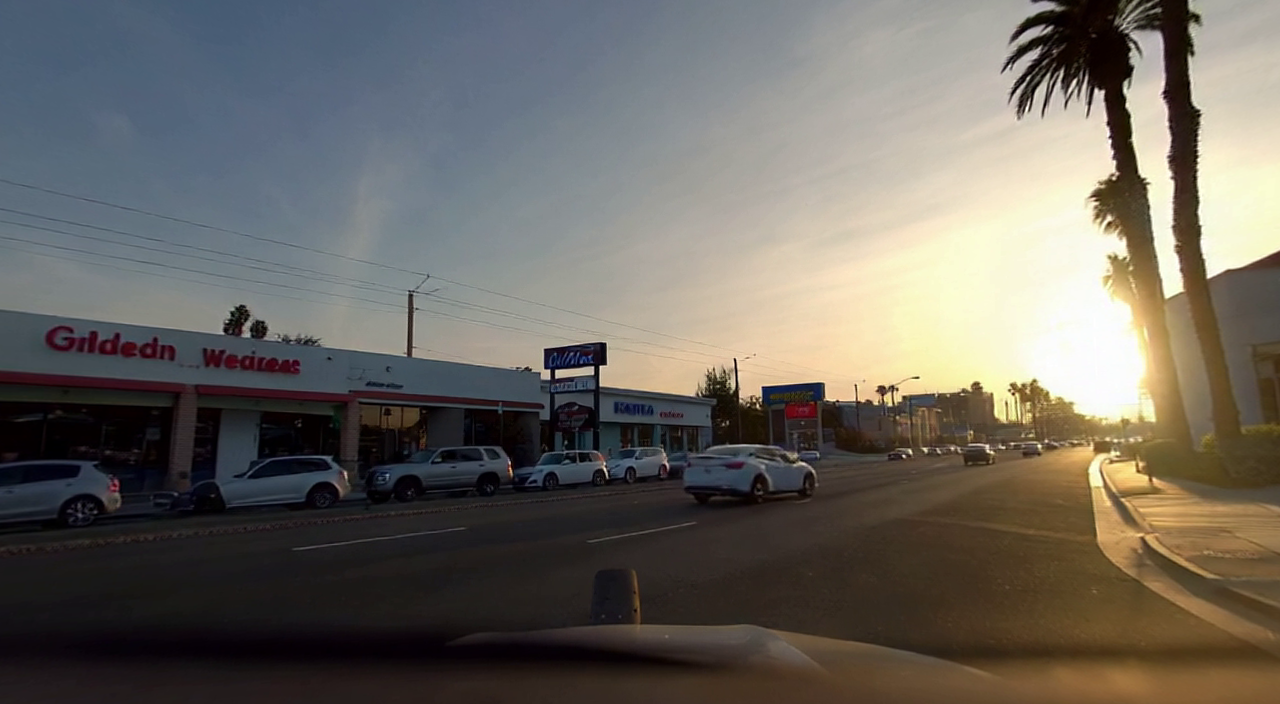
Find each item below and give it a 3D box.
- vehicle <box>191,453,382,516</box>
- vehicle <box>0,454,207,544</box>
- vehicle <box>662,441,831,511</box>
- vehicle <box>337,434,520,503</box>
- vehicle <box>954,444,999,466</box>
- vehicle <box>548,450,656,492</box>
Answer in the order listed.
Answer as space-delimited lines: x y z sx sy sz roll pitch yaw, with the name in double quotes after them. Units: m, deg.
-10.559 3.901 19.143 1.900 1.615 4.573 -6 -11 37 "vehicle"
-11.423 2.736 12.006 1.854 1.482 4.756 -6 -11 37 "vehicle"
2.967 3.137 16.599 2.232 1.513 5.090 -6 -11 37 "vehicle"
-6.161 3.597 19.010 1.989 1.792 4.884 -9 -15 36 "vehicle"
24.431 7.399 45.572 2.035 1.485 4.849 -6 -11 37 "vehicle"
-1.404 4.647 25.003 1.837 1.468 4.389 -6 -11 37 "vehicle"
